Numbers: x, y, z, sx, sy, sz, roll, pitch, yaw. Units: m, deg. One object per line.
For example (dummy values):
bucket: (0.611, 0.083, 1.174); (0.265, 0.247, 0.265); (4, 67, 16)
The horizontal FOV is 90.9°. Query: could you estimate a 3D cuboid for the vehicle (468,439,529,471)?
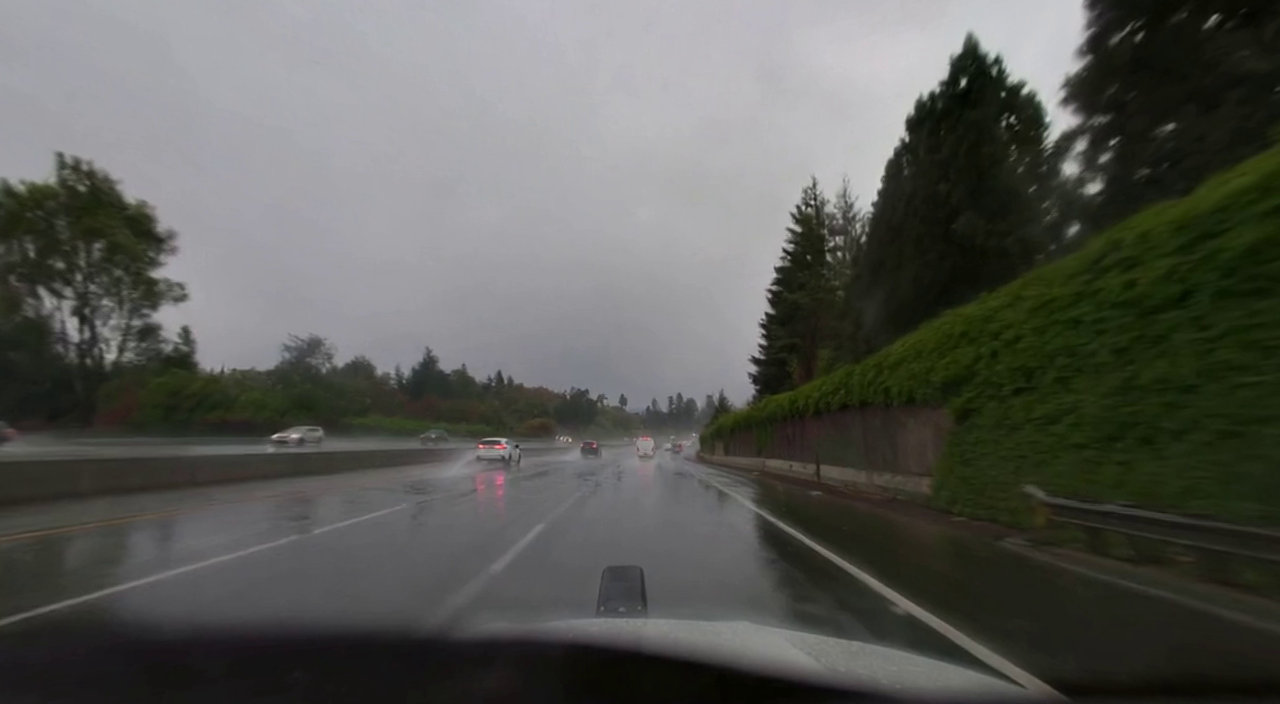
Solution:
vehicle: (-6.997, 5.149, 31.694); (1.966, 1.488, 4.243); (0, -8, 2)
